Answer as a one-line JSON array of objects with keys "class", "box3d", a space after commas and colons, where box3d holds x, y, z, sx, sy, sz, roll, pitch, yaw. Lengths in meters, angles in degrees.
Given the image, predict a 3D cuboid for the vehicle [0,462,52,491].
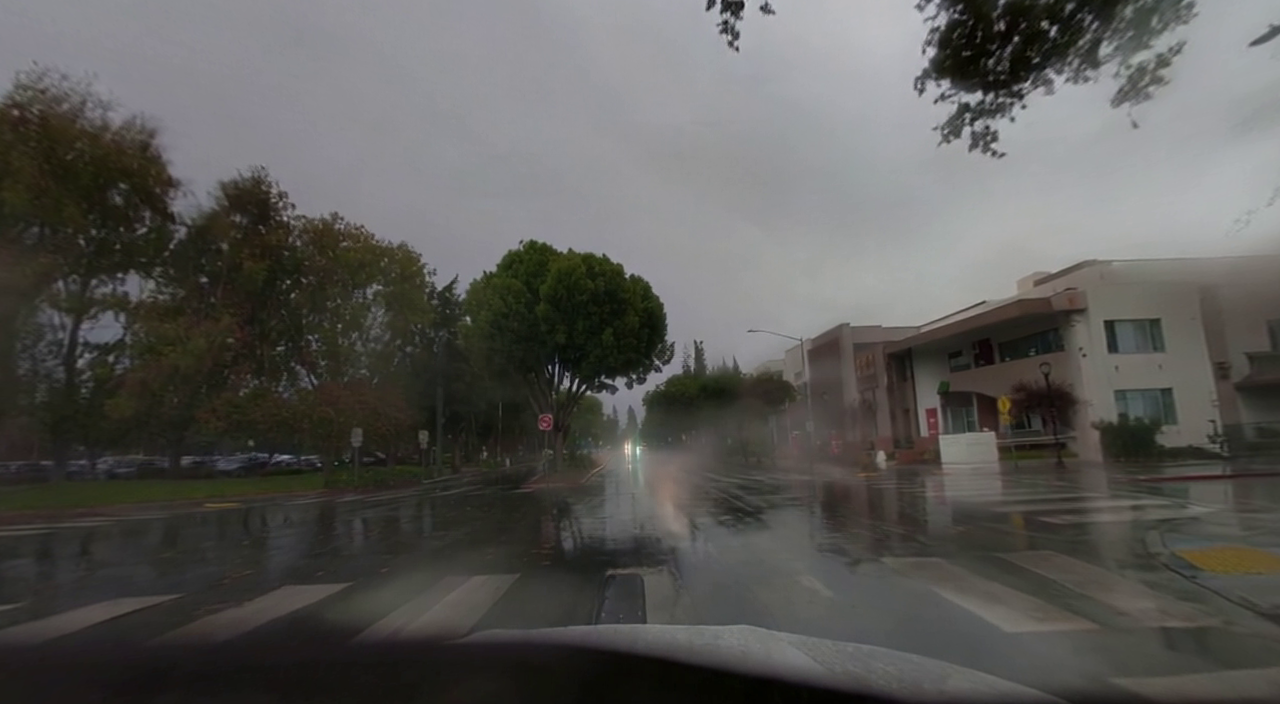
[{"class": "vehicle", "box3d": [-36.885, 7.189, 36.484, 1.871, 1.523, 4.028, 0, -9, 1]}]
